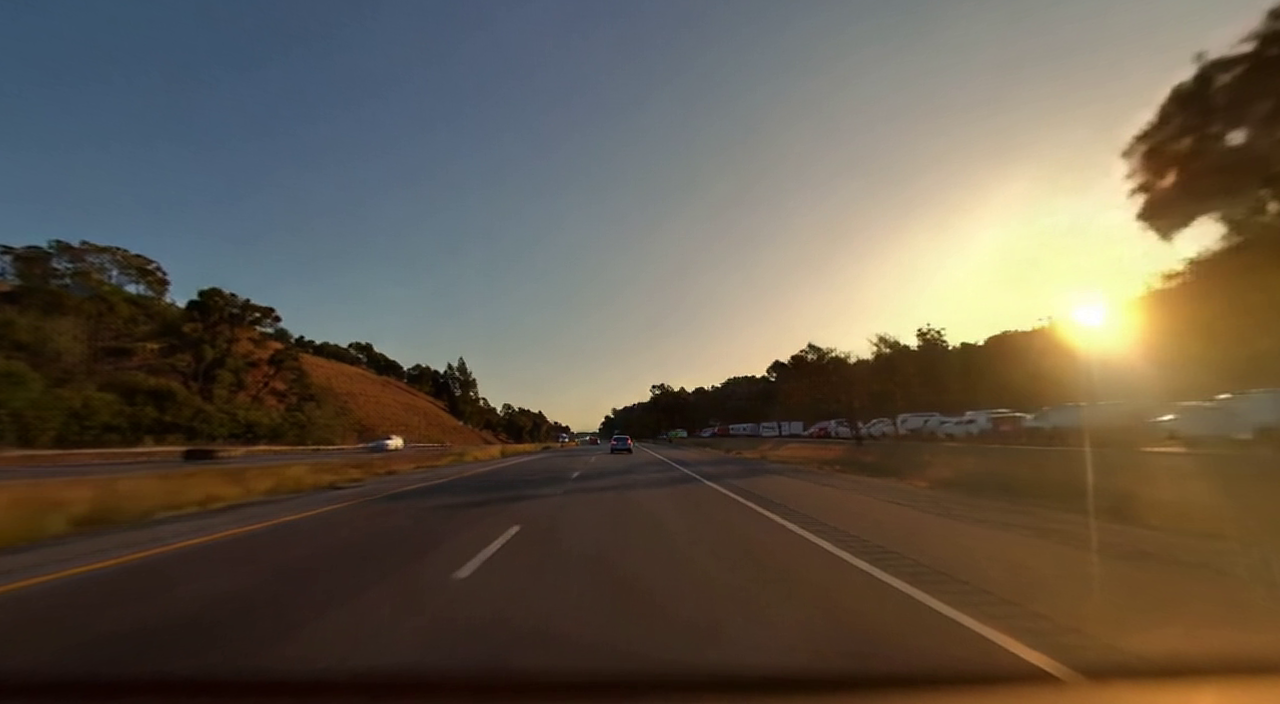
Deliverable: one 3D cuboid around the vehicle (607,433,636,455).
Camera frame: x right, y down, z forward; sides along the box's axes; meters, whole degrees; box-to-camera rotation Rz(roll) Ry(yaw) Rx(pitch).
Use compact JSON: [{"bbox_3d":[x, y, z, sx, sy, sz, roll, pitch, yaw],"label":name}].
[{"bbox_3d":[-1.370,6.733,46.220,2.037,1.504,4.248,0,-8,-2],"label":"vehicle"}]
